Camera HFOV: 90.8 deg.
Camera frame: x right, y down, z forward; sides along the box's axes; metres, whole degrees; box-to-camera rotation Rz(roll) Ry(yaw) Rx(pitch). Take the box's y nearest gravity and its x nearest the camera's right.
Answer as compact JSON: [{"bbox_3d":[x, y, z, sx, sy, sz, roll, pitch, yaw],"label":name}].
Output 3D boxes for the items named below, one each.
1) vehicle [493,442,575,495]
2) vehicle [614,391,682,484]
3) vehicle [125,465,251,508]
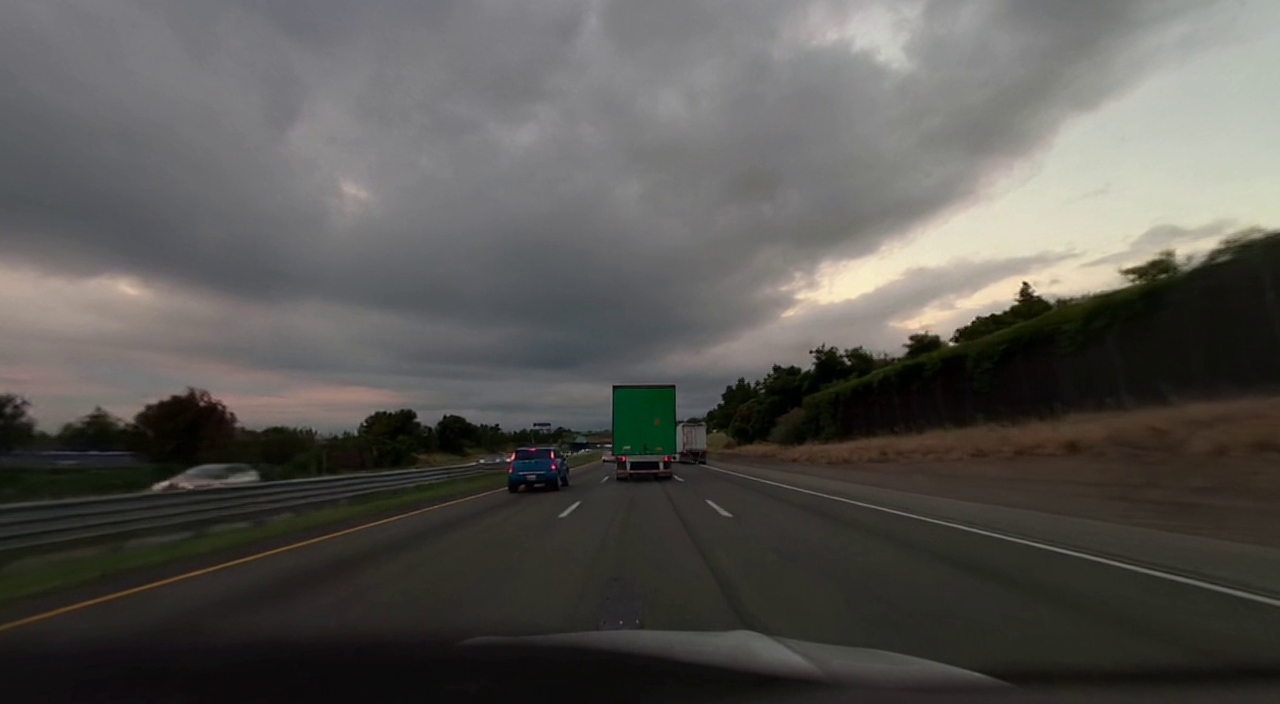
[{"bbox_3d":[-3.610,4.062,22.367,2.173,1.657,4.401,0,-9,0],"label":"vehicle"},{"bbox_3d":[0.284,4.568,33.049,2.932,4.042,11.054,0,-9,-1],"label":"vehicle"},{"bbox_3d":[-18.446,5.479,26.070,1.868,1.514,4.493,0,-9,0],"label":"vehicle"}]
